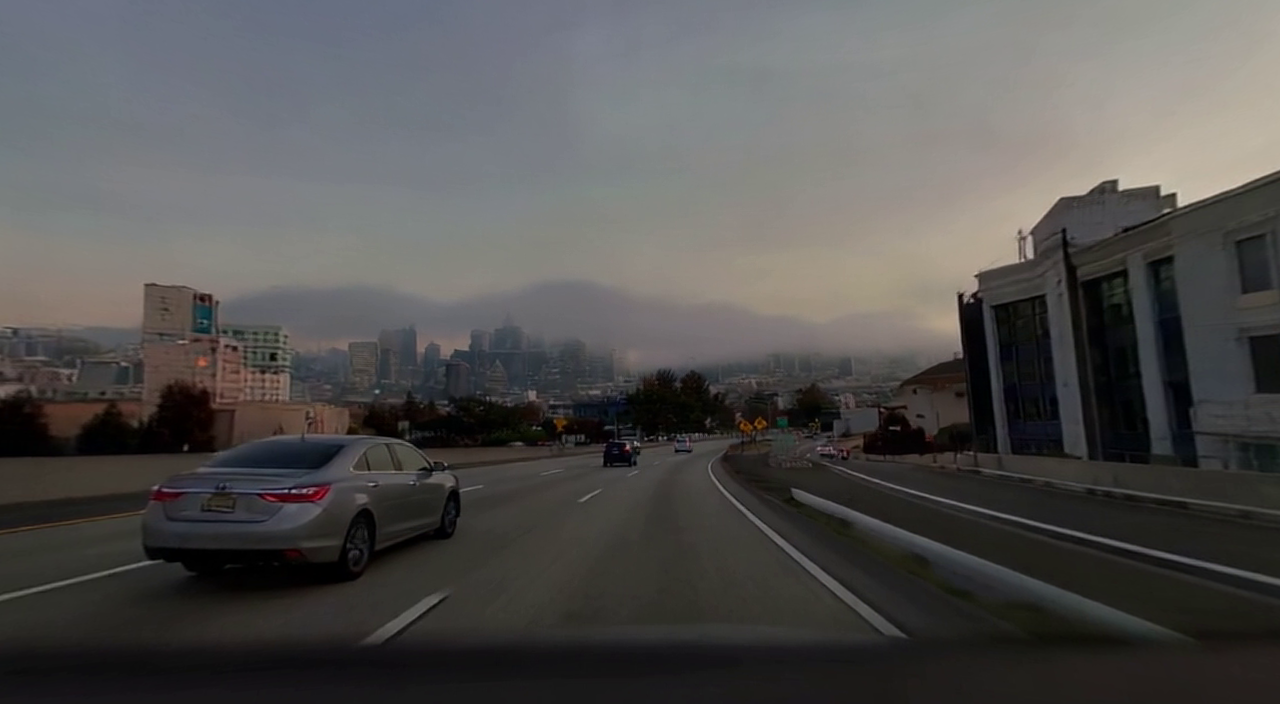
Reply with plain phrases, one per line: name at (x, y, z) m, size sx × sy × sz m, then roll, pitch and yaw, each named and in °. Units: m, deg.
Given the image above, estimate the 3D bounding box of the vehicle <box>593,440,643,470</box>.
vehicle at (-1.057, 5.250, 32.298) m, size 1.928 × 1.455 × 4.361 m, roll -1°, pitch -9°, yaw 6°

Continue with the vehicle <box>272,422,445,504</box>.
vehicle at (-6.599, 2.663, 15.444) m, size 1.993 × 1.690 × 4.450 m, roll -1°, pitch -9°, yaw 3°

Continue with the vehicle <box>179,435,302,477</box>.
vehicle at (-16.279, 4.279, 26.034) m, size 1.956 × 1.568 × 4.373 m, roll -1°, pitch -9°, yaw 5°
